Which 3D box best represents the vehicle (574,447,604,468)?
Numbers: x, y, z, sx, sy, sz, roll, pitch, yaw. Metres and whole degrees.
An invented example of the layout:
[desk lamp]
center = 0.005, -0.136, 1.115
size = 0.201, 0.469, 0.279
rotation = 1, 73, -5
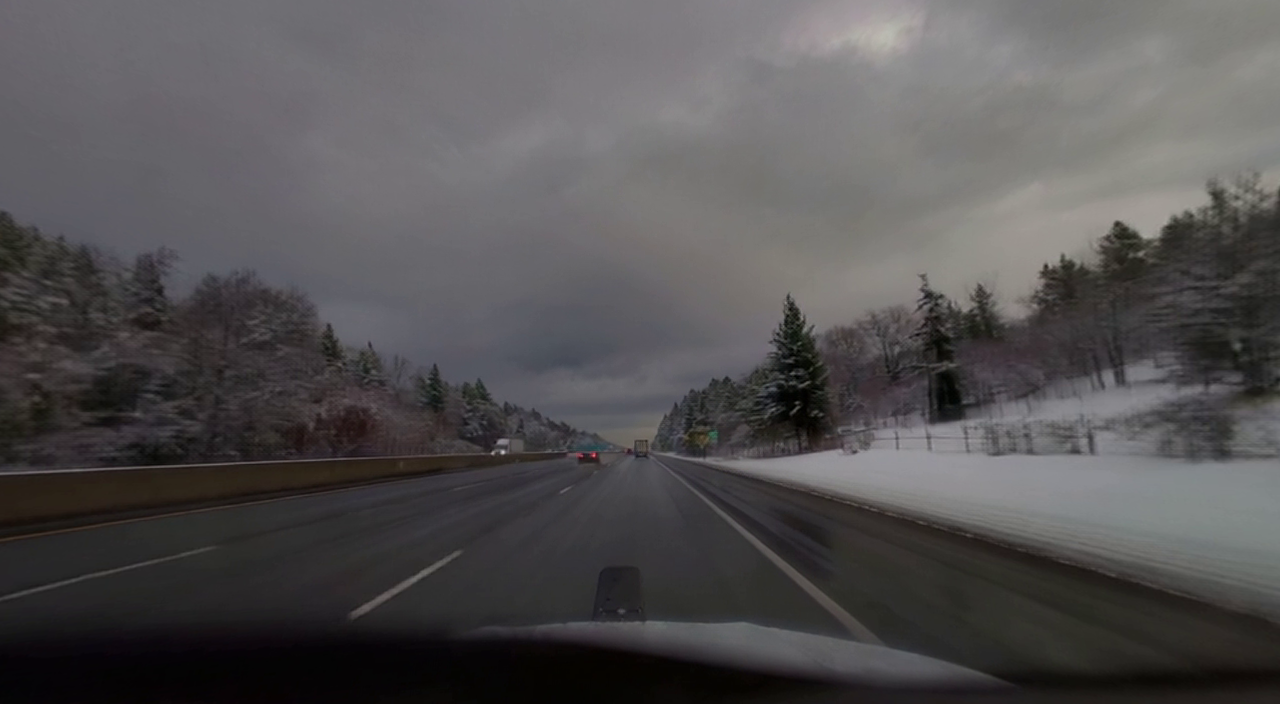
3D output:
[vehicle]
center = -3.798, 7.905, 47.426
size = 1.893, 1.521, 3.742
rotation = 0, -9, 0
